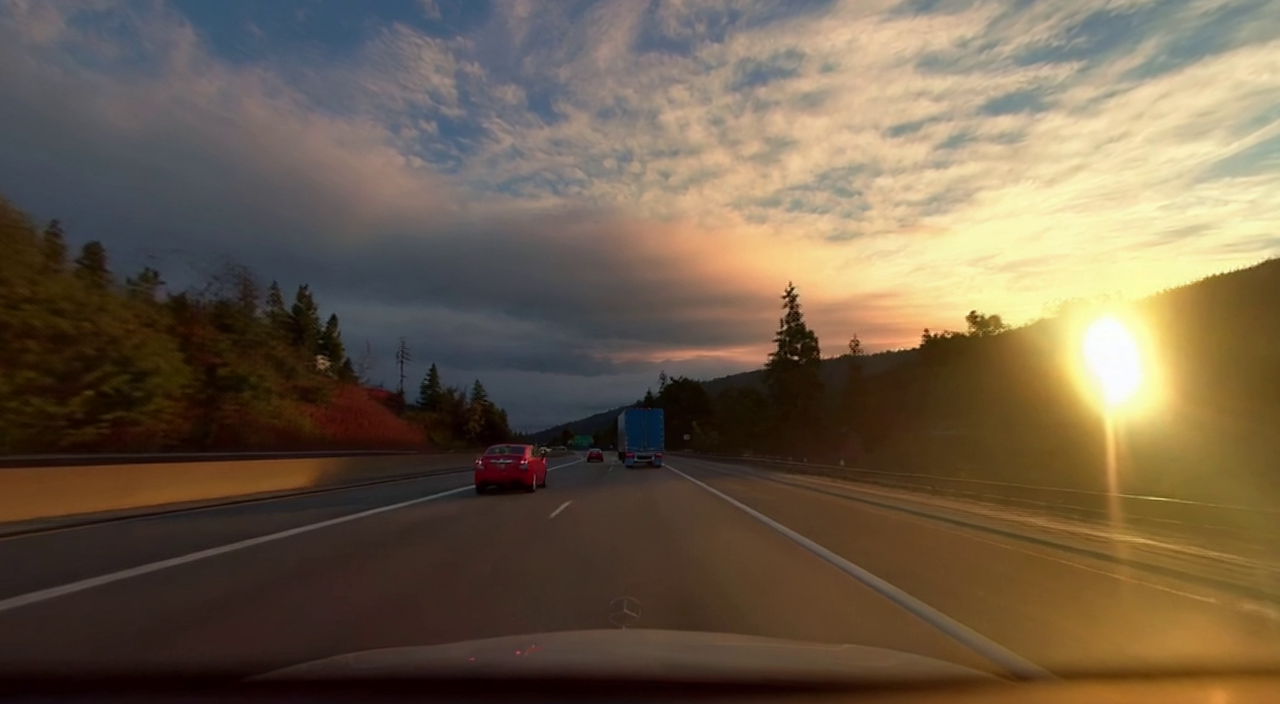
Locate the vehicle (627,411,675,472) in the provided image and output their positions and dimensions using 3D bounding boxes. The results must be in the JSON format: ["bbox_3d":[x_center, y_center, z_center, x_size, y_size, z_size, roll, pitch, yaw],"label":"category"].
[{"bbox_3d":[0.588,6.125,42.775,2.893,3.628,9.081,0,-9,-1],"label":"vehicle"}]

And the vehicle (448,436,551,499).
[{"bbox_3d":[-3.875,3.262,18.149,1.977,1.602,3.944,0,-9,1],"label":"vehicle"}]
